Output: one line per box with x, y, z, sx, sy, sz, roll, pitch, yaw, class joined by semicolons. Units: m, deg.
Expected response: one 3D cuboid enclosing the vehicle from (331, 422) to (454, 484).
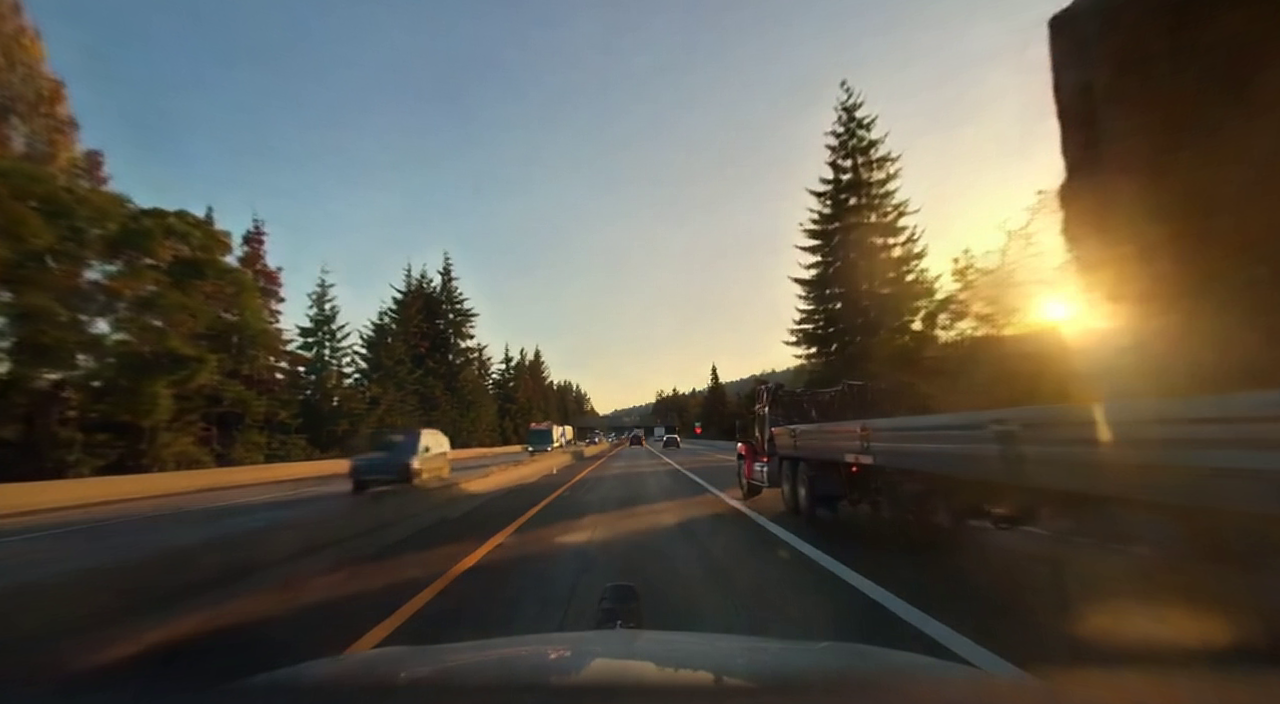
-8.010;3.295;20.970;2.199;1.816;4.724;0;-8;-1;vehicle

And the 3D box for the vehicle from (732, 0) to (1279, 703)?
3.854;0.359;8.019;3.038;3.975;13.887;0;-8;-1;vehicle
